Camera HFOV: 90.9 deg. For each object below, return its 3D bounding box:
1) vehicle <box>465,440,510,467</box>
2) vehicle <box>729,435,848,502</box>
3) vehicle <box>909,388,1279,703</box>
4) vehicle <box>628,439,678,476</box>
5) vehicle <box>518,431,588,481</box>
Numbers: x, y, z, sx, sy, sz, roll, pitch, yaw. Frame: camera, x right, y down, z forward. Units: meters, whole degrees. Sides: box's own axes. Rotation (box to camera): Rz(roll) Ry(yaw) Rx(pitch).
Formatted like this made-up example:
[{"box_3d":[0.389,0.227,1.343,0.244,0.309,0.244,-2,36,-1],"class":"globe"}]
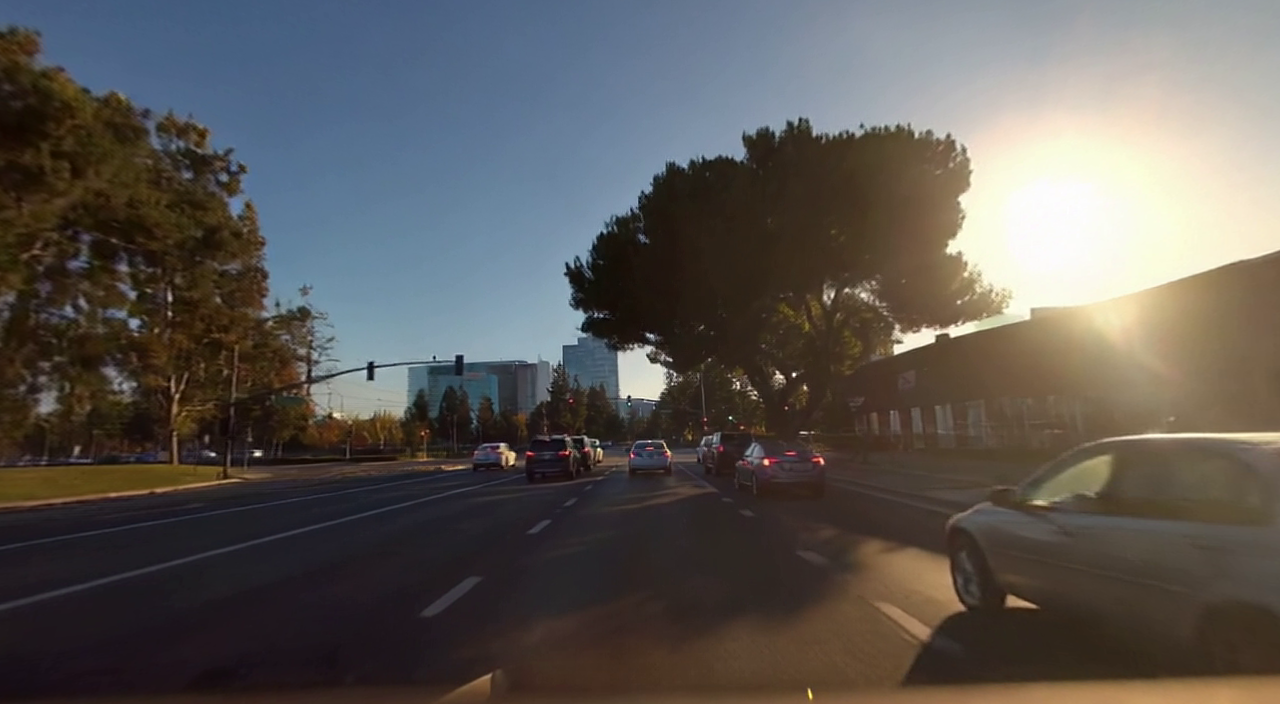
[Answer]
[{"box_3d":[-10.147,6.764,42.204,1.989,1.598,4.054,-1,-8,0],"class":"vehicle"},{"box_3d":[3.579,2.882,16.032,1.913,1.463,4.198,0,-8,-1],"class":"vehicle"},{"box_3d":[3.259,0.992,3.090,1.948,1.474,4.360,0,-8,0],"class":"vehicle"},{"box_3d":[0.500,4.437,26.751,1.971,1.433,3.923,0,-8,0],"class":"vehicle"},{"box_3d":[-3.252,3.989,24.478,2.023,1.720,4.452,0,-8,1],"class":"vehicle"}]
